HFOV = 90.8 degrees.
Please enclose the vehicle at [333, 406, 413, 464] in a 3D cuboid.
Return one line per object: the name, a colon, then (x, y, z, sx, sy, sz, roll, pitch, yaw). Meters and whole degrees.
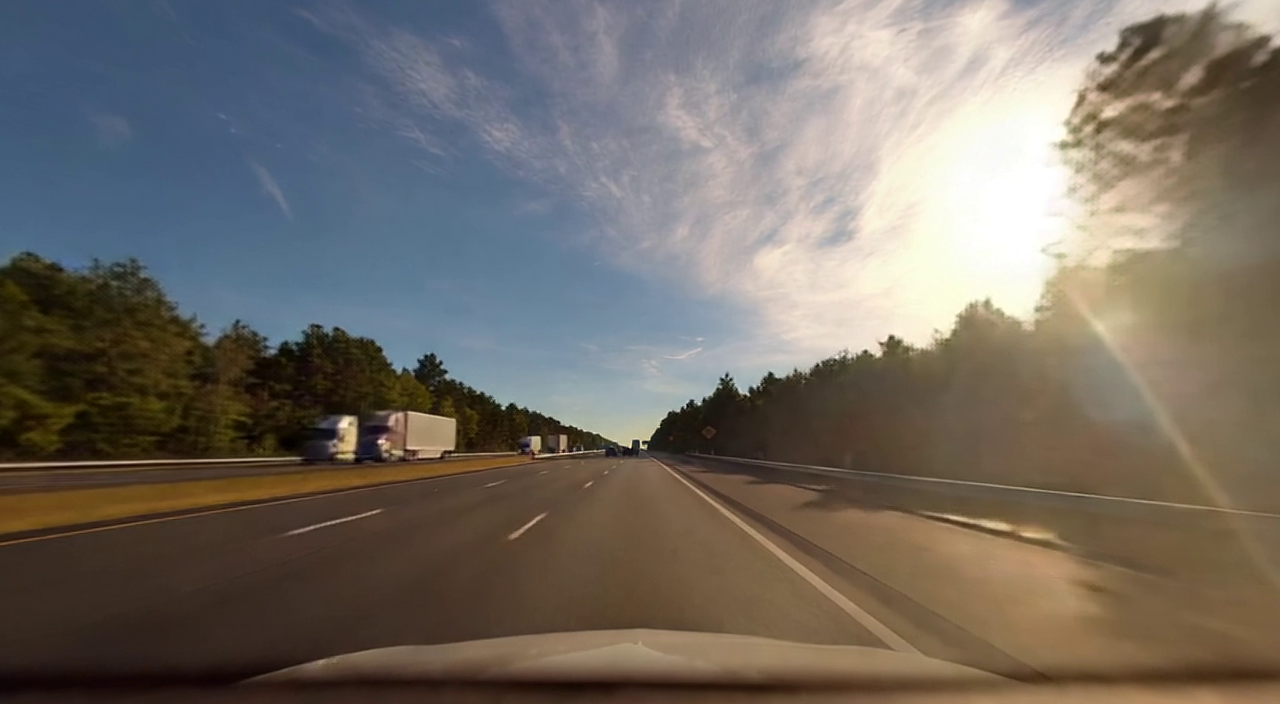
vehicle: (-18.863, 5.962, 44.998, 3.001, 3.871, 5.872, 0, -9, 0)
